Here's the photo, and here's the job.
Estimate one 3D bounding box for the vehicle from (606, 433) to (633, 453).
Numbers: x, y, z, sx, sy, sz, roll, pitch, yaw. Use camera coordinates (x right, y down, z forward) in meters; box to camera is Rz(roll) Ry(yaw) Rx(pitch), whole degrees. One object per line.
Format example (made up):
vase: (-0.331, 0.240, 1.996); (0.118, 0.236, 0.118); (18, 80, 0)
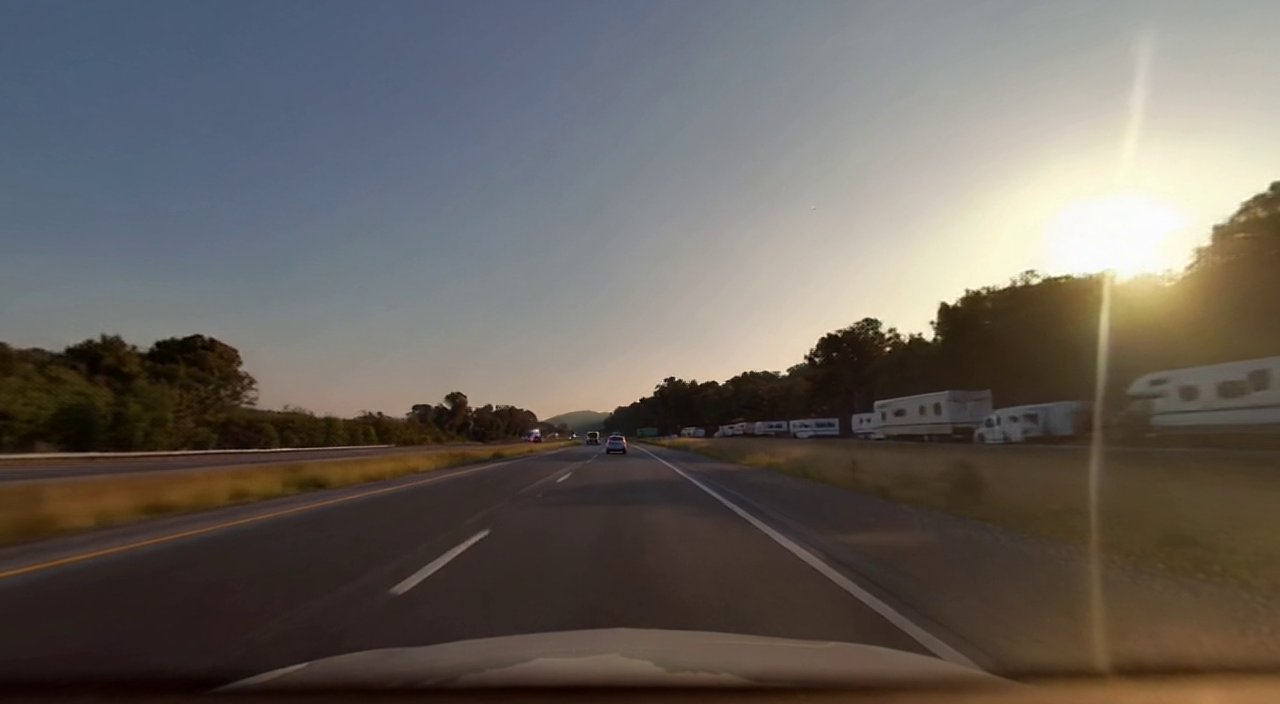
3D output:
vehicle: (-1.641, 7.141, 49.433); (2.037, 1.504, 4.248); (0, -8, -2)
